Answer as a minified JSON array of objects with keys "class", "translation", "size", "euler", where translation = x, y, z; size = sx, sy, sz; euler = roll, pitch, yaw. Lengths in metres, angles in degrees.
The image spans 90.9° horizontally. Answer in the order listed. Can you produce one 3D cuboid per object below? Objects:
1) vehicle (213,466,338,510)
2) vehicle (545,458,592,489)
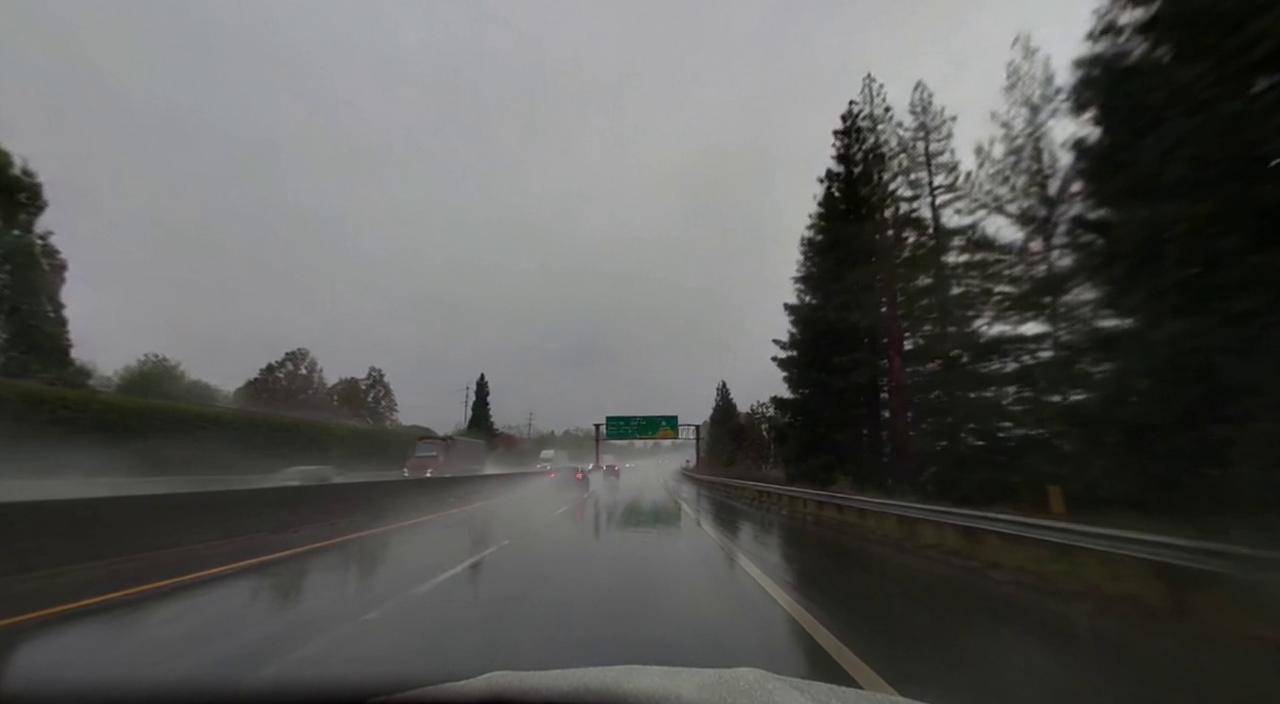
[{"class":"vehicle","translation":[-13.238,4.956,23.270],"size":[1.837,1.427,4.498],"euler":[1,-10,1]},{"class":"vehicle","translation":[-4.226,7.349,38.157],"size":[2.160,1.721,4.368],"euler":[1,-10,2]}]
